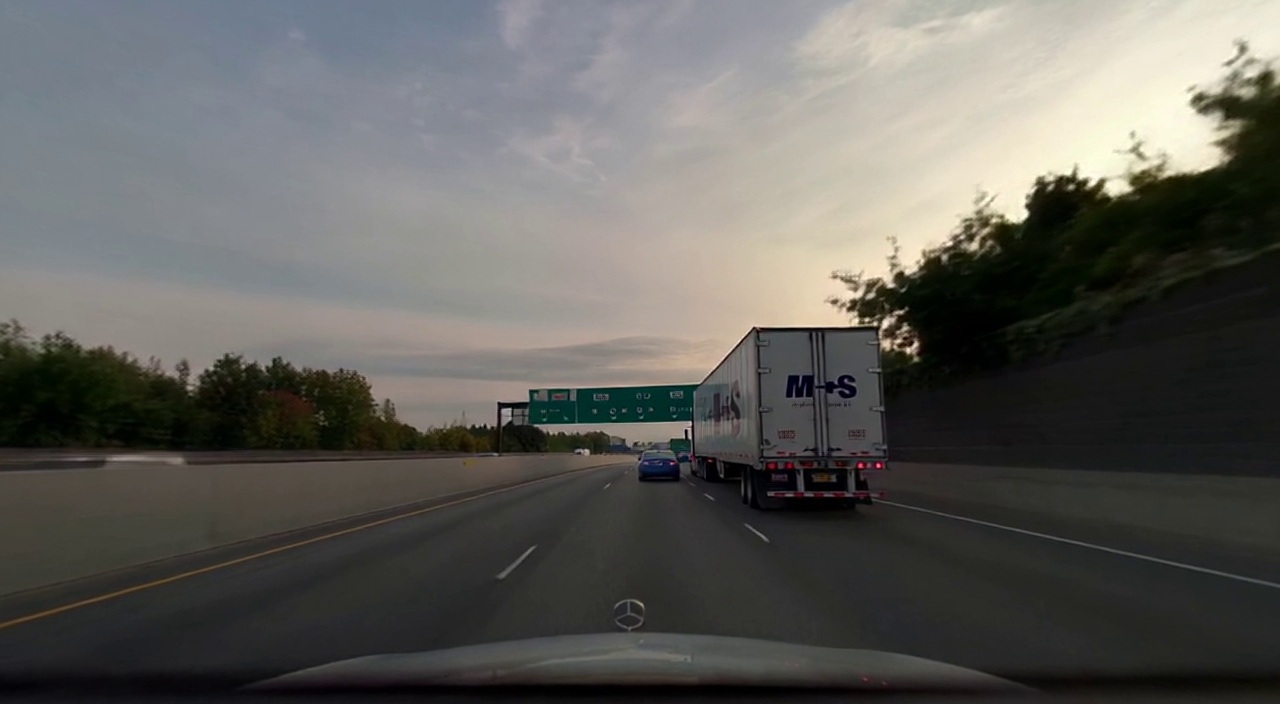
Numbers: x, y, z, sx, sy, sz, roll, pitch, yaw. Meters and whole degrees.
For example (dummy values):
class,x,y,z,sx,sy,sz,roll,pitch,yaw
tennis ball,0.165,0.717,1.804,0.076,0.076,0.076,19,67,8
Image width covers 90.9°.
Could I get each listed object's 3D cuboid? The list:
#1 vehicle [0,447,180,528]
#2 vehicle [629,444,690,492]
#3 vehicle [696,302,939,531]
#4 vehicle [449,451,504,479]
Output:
class,x,y,z,sx,sy,sz,roll,pitch,yaw
vehicle,-13.526,3.087,14.975,1.941,1.602,4.247,0,-9,0
vehicle,0.639,4.330,23.857,2.121,1.642,3.828,0,-9,-1
vehicle,3.773,2.183,18.384,3.002,4.104,14.174,0,-9,0
vehicle,-9.388,6.494,36.566,1.912,1.502,4.283,0,-9,2
